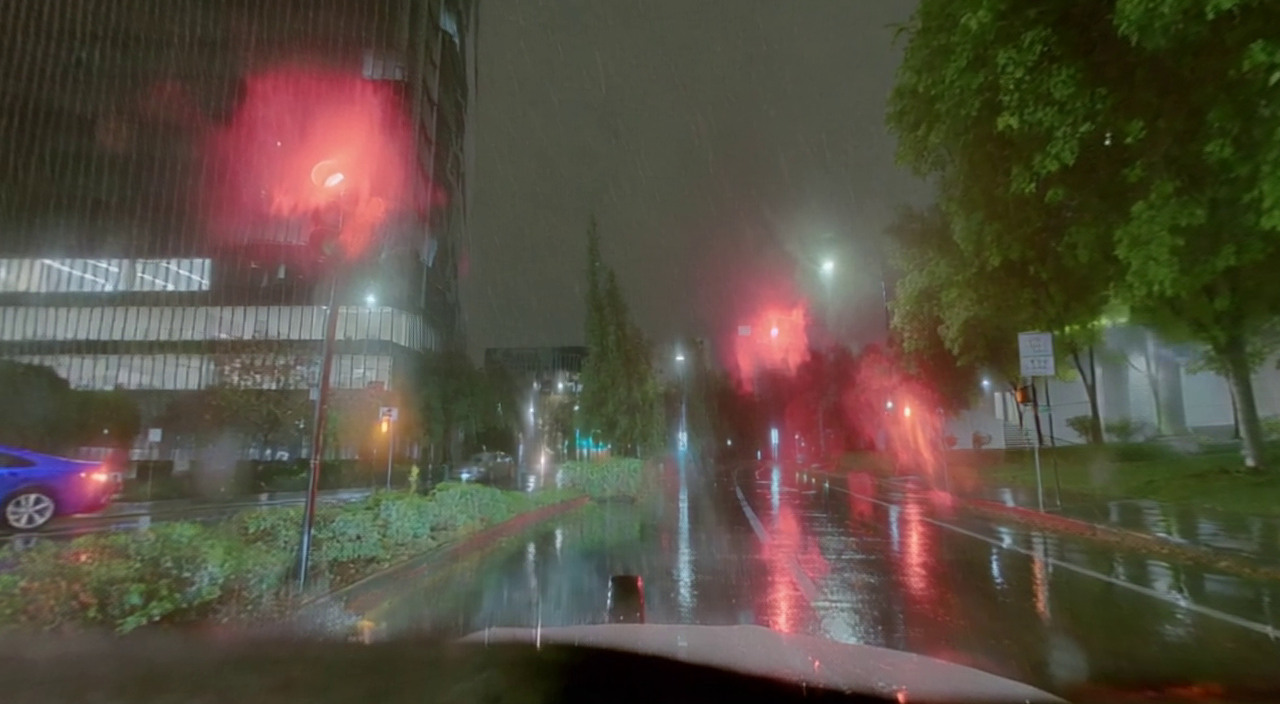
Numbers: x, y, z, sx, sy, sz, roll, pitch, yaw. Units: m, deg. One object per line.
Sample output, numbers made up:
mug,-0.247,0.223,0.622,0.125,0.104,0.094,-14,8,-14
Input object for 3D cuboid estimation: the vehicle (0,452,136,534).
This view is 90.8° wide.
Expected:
vehicle,-12.859,2.716,12.273,4.598,1.490,1.816,7,-11,-40

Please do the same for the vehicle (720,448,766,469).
vehicle,7.859,8.125,48.418,1.829,1.440,4.384,2,-9,-14
